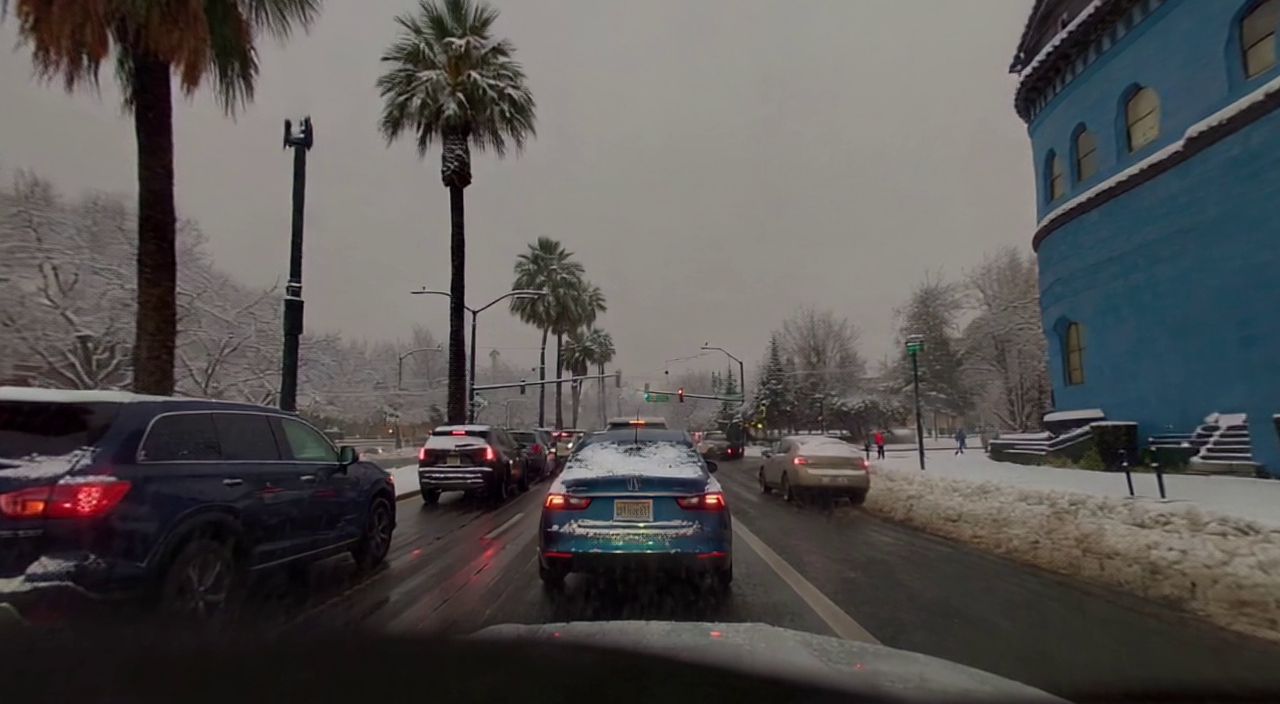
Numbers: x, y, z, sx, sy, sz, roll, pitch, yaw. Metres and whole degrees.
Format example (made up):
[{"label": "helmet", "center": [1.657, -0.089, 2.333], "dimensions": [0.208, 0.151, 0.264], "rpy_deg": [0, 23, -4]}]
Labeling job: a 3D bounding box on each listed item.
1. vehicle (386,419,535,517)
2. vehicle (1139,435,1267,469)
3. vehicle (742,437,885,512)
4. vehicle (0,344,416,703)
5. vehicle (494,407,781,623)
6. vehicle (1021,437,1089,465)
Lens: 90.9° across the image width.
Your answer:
[{"label": "vehicle", "center": [-3.476, 2.325, 13.080], "dimensions": [1.840, 1.684, 4.041], "rpy_deg": [0, -8, 1]}, {"label": "vehicle", "center": [25.464, 4.533, 28.644], "dimensions": [3.914, 1.427, 1.779], "rpy_deg": [-2, -8, 5]}, {"label": "vehicle", "center": [3.825, 2.786, 14.875], "dimensions": [1.982, 1.480, 4.572], "rpy_deg": [0, -8, -1]}, {"label": "vehicle", "center": [-3.536, 1.144, 5.019], "dimensions": [1.914, 1.741, 4.398], "rpy_deg": [0, -8, -1]}, {"label": "vehicle", "center": [-0.046, 1.521, 6.866], "dimensions": [2.114, 1.585, 4.285], "rpy_deg": [0, -8, -1]}, {"label": "vehicle", "center": [26.045, 6.247, 39.705], "dimensions": [1.882, 1.672, 3.957], "rpy_deg": [-1, -9, 7]}]
